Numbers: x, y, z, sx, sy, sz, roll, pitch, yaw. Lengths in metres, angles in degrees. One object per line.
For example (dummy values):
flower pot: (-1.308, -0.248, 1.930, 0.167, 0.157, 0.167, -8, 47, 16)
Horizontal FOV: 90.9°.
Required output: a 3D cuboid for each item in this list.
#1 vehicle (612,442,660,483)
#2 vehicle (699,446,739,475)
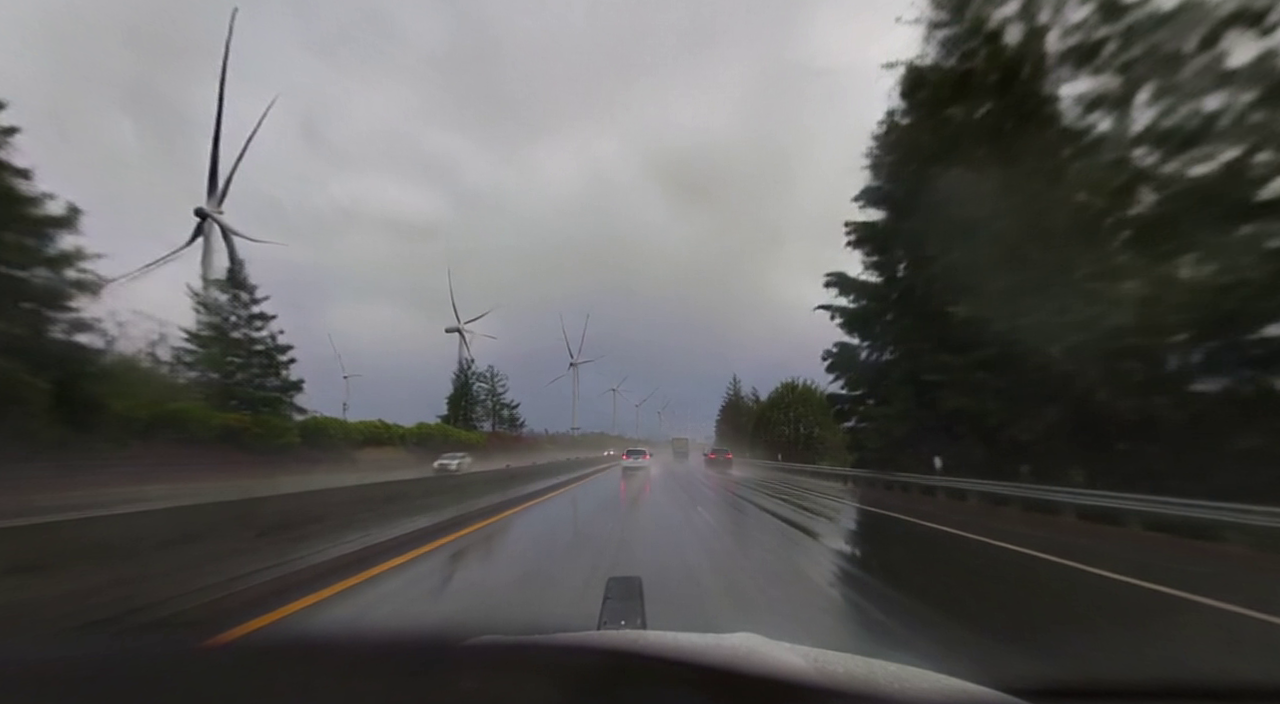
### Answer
vehicle: (-0.168, 5.041, 29.065, 2.038, 1.723, 4.150, 0, -9, 0)
vehicle: (4.970, 6.846, 40.063, 2.040, 1.721, 4.507, 0, -9, 1)
